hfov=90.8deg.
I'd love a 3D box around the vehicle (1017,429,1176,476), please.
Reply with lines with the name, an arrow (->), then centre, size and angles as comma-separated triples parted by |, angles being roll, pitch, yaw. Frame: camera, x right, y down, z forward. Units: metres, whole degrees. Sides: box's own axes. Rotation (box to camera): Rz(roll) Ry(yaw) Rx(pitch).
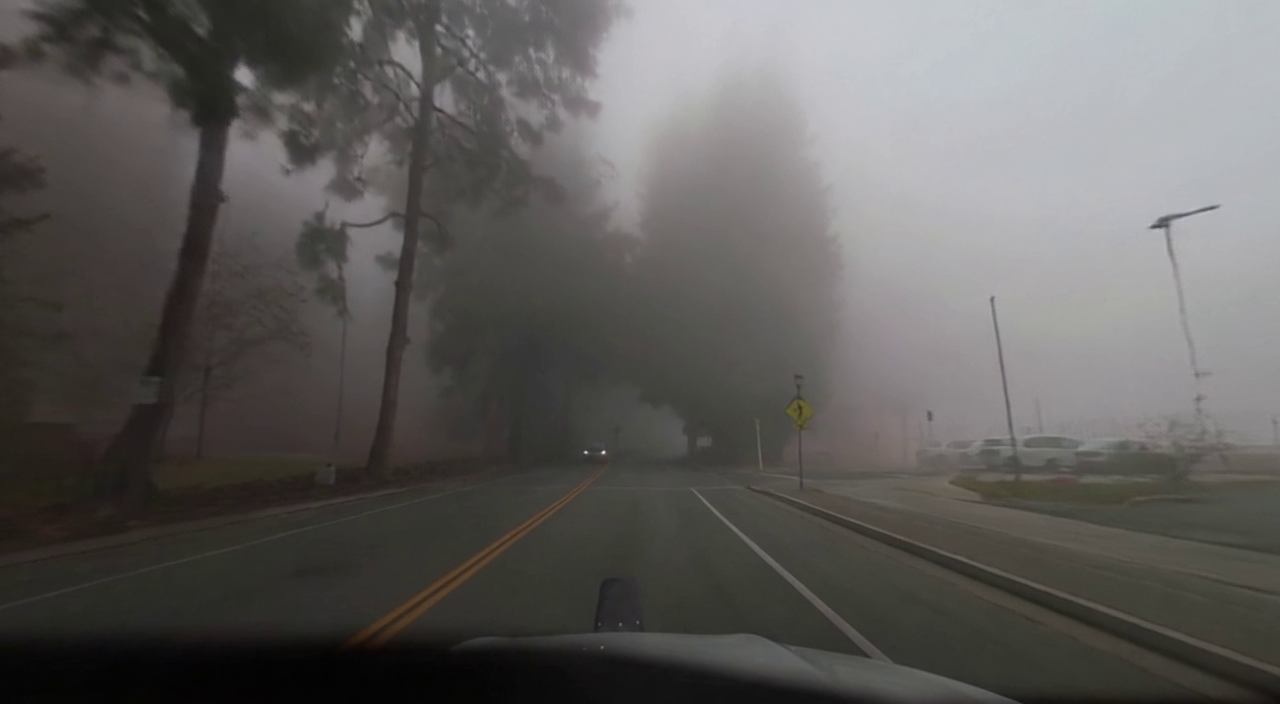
vehicle -> 16.396, 3.629, 22.918 | 4.134, 1.580, 1.952 | -1, -8, 6

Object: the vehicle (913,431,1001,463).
vehicle -> 21.092, 6.335, 42.149 | 4.593, 1.776, 2.094 | -4, -8, 1
